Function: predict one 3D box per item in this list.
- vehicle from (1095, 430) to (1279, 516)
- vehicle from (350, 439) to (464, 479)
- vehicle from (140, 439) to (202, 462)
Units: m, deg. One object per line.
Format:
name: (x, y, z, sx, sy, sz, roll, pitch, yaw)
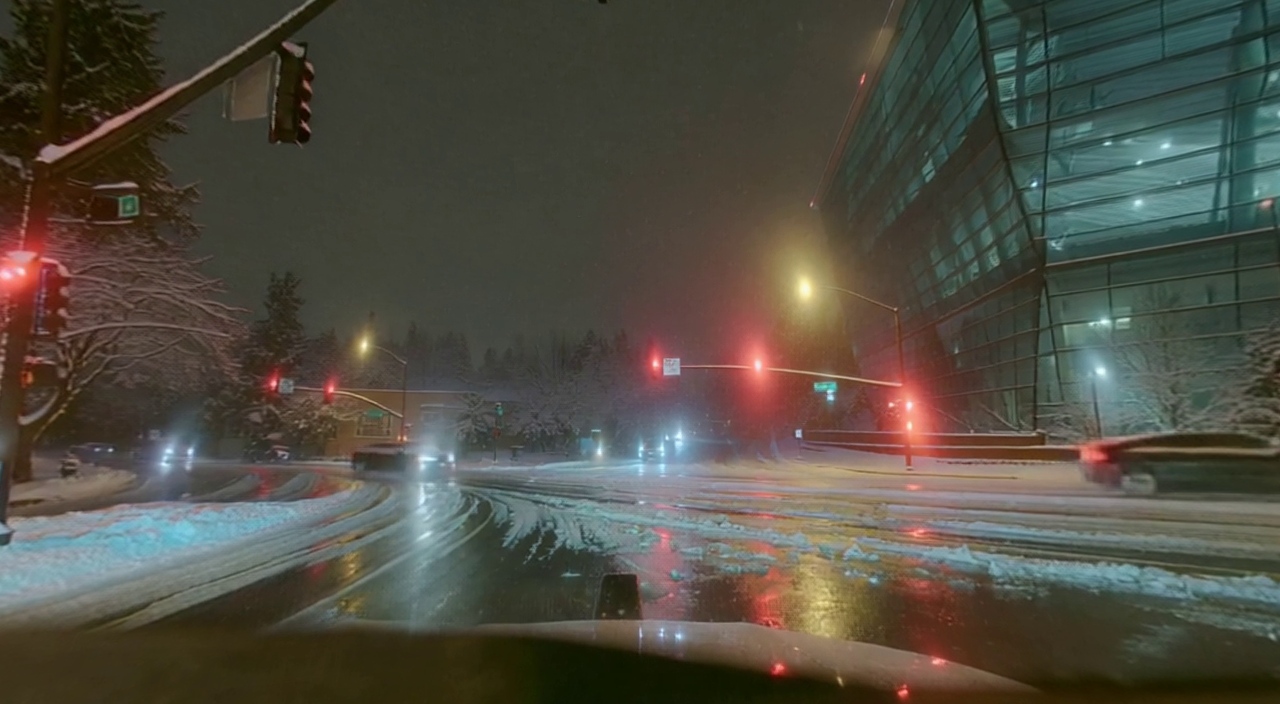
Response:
vehicle: (12.428, 2.446, 13.065, 4.698, 1.609, 1.975, -7, -11, 37)
vehicle: (-9.432, 4.262, 25.424, 4.798, 1.461, 1.939, -7, -11, 37)
vehicle: (-33.769, 7.083, 45.444, 4.110, 1.511, 1.883, -5, -10, 28)
